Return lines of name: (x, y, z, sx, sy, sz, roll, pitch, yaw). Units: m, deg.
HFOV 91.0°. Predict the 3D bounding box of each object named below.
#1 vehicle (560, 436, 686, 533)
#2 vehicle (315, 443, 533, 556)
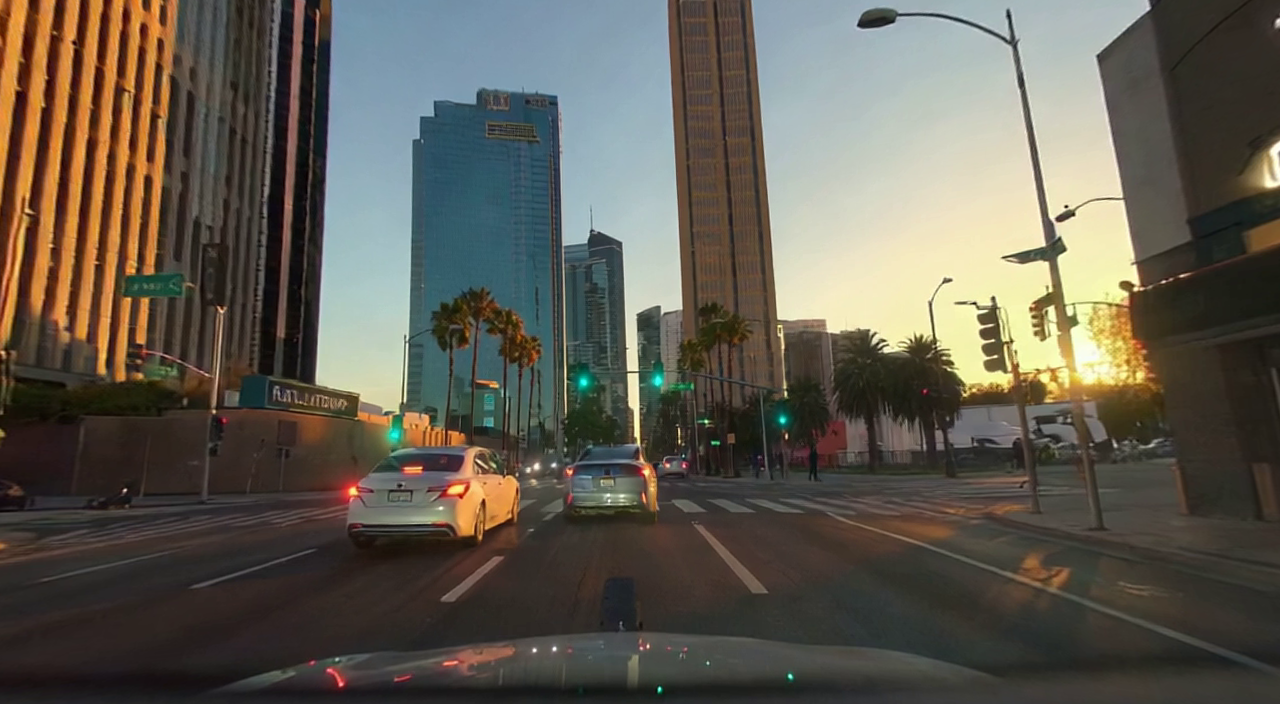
vehicle: (-0.326, 2.555, 12.736, 2.145, 1.632, 3.972, 0, -9, -1)
vehicle: (-3.292, 2.332, 10.823, 2.096, 1.492, 4.666, 0, -9, 0)
